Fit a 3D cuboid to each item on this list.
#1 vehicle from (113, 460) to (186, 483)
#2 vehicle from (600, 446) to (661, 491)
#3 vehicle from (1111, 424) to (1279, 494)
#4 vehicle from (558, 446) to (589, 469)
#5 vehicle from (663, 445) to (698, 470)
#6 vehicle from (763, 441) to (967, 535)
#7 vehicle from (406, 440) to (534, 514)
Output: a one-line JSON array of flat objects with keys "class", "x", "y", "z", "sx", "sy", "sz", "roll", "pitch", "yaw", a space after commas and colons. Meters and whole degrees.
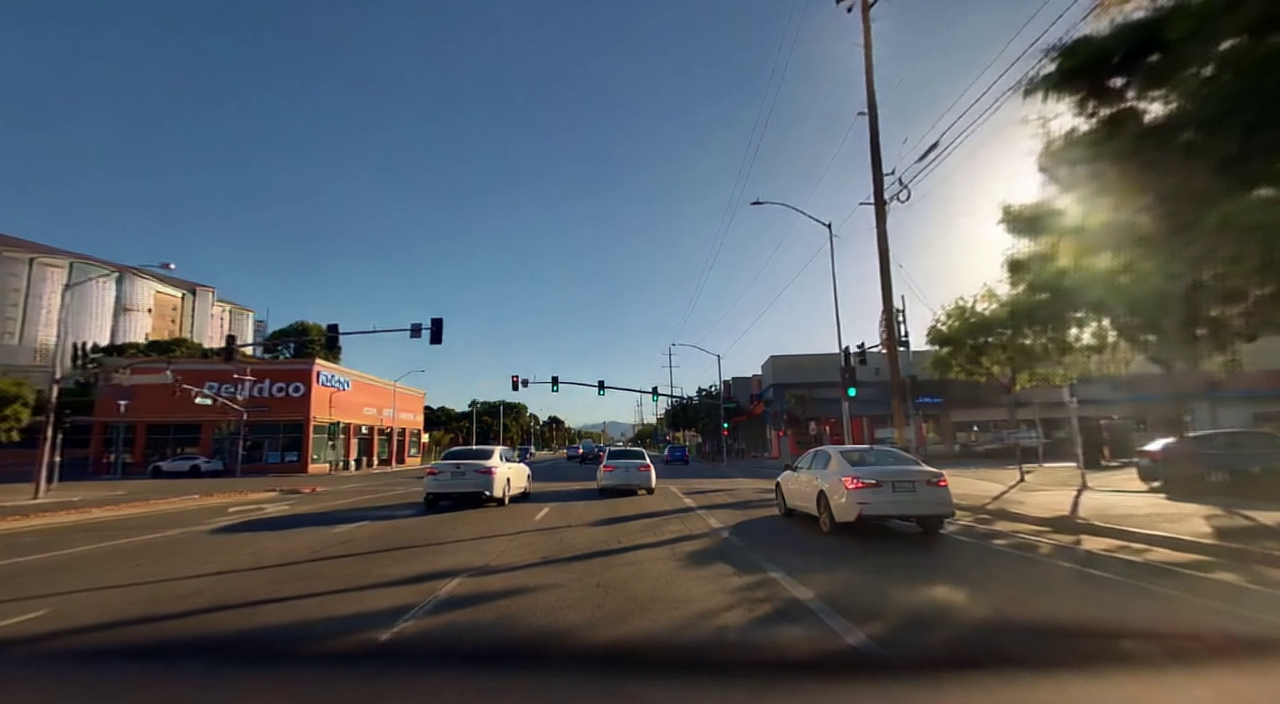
[{"class": "vehicle", "x": -37.892, "y": 9.207, "z": 48.855, "sx": 3.931, "sy": 1.653, "sz": 2.134, "roll": -1, "pitch": -9, "yaw": 6}, {"class": "vehicle", "x": -0.379, "y": 4.293, "z": 23.682, "sx": 2.072, "sy": 1.473, "sz": 4.139, "roll": 0, "pitch": -8, "yaw": -2}, {"class": "vehicle", "x": 15.842, "y": 2.806, "z": 16.796, "sx": 4.941, "sy": 1.697, "sz": 2.128, "roll": 0, "pitch": -8, "yaw": -3}, {"class": "vehicle", "x": -5.017, "y": 8.025, "z": 48.240, "sx": 1.932, "sy": 1.606, "sz": 4.157, "roll": 0, "pitch": -8, "yaw": -1}, {"class": "vehicle", "x": 2.777, "y": 7.371, "z": 44.262, "sx": 1.986, "sy": 1.660, "sz": 4.006, "roll": 0, "pitch": -8, "yaw": -3}, {"class": "vehicle", "x": 4.123, "y": 2.565, "z": 12.703, "sx": 2.119, "sy": 1.479, "sz": 4.910, "roll": 0, "pitch": -8, "yaw": -3}, {"class": "vehicle", "x": -4.073, "y": 3.049, "z": 16.045, "sx": 2.035, "sy": 1.564, "sz": 4.702, "roll": 0, "pitch": -8, "yaw": -1}]
